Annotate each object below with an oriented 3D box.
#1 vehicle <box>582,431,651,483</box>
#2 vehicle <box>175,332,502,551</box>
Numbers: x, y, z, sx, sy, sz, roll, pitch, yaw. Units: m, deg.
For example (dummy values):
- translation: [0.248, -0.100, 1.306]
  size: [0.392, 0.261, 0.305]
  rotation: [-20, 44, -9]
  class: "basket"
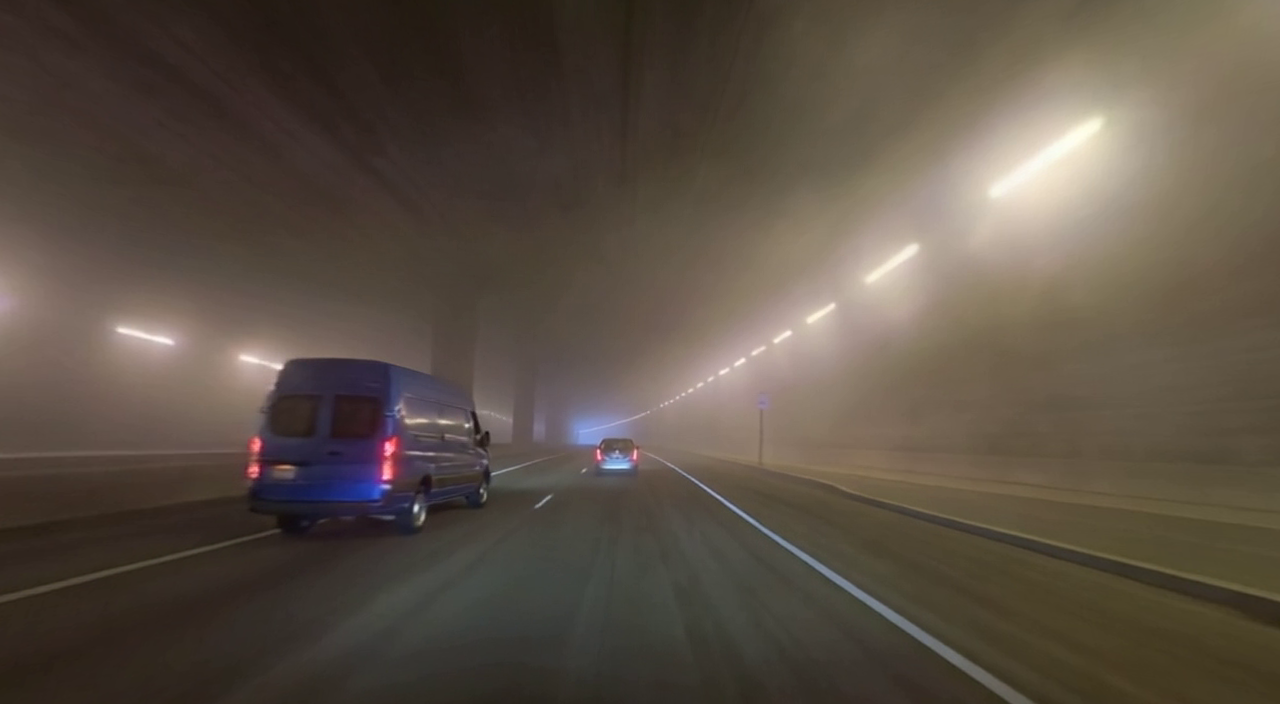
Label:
- translation: [-0.738, 3.489, 21.297]
  size: [2.095, 1.553, 4.069]
  rotation: [0, -8, -1]
  class: "vehicle"
- translation: [-3.977, 1.354, 9.773]
  size: [2.404, 2.459, 5.229]
  rotation: [0, -8, 1]
  class: "vehicle"
